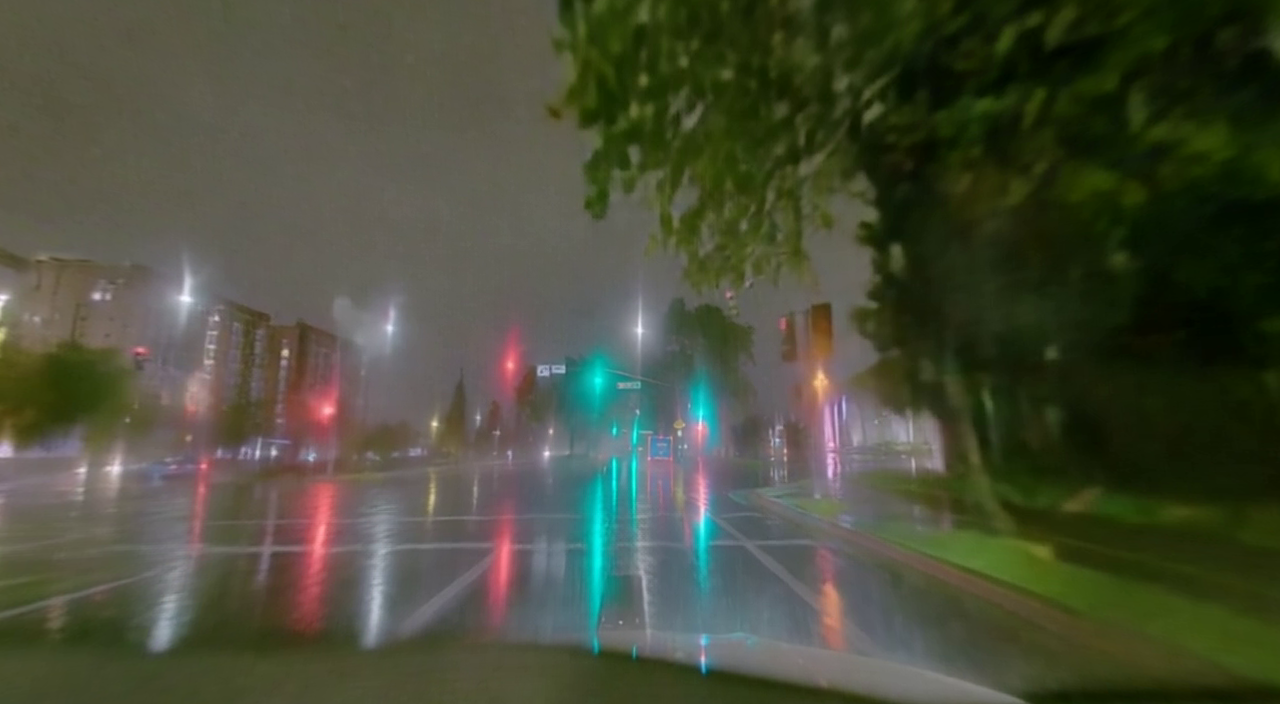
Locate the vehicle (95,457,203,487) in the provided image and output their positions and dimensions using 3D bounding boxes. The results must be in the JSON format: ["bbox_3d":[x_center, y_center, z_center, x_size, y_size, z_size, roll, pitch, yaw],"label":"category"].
[{"bbox_3d":[-26.344,6.455,33.996,4.153,1.493,1.808,0,-9,-2],"label":"vehicle"}]

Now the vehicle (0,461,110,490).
[{"bbox_3d":[-31.442,6.587,33.824,4.453,1.441,1.770,0,-9,-1],"label":"vehicle"}]
